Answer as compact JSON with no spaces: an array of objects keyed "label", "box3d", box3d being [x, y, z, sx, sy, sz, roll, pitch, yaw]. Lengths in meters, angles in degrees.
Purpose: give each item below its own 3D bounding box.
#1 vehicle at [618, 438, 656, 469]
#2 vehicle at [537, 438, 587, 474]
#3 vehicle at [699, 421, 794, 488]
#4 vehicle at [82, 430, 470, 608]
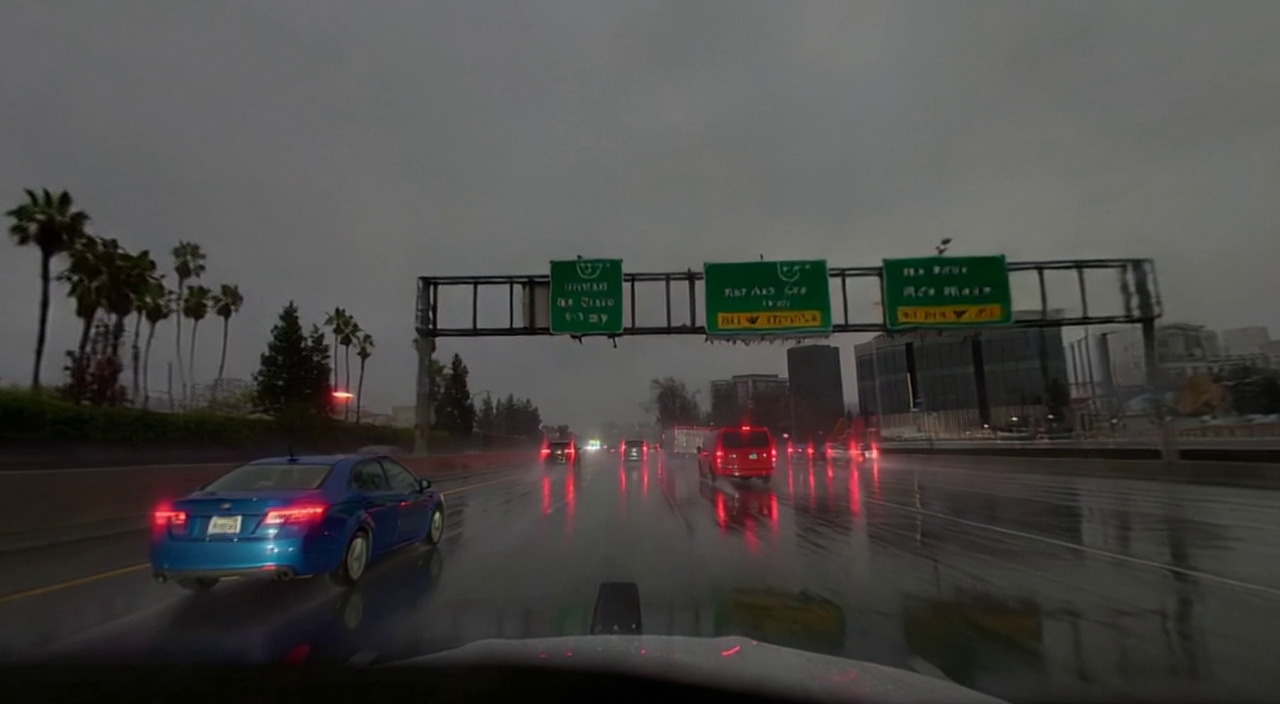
[{"label":"vehicle","box3d":[-0.213,6.290,39.160,2.212,1.786,4.198,0,-9,-1]},{"label":"vehicle","box3d":[-4.105,5.562,33.986,2.109,1.793,4.613,0,-9,0]},{"label":"vehicle","box3d":[3.612,3.661,22.724,2.250,2.074,5.723,0,-9,-2]},{"label":"vehicle","box3d":[-3.631,1.731,7.513,1.991,1.469,4.381,0,-9,0]}]
